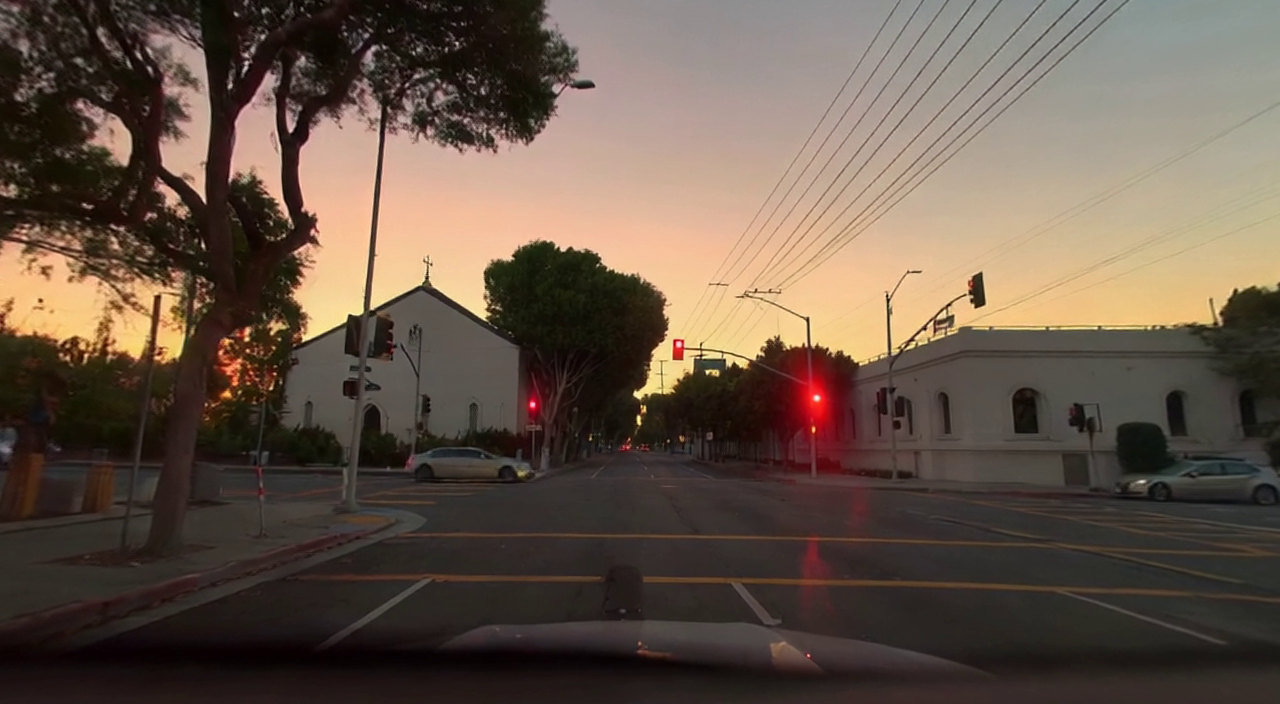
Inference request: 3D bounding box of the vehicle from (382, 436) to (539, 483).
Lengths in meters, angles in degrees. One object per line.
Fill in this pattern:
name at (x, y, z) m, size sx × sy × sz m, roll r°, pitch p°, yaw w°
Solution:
vehicle at (-6.034, 3.671, 21.685) m, size 4.718 × 1.497 × 2.032 m, roll -1°, pitch -9°, yaw 4°
